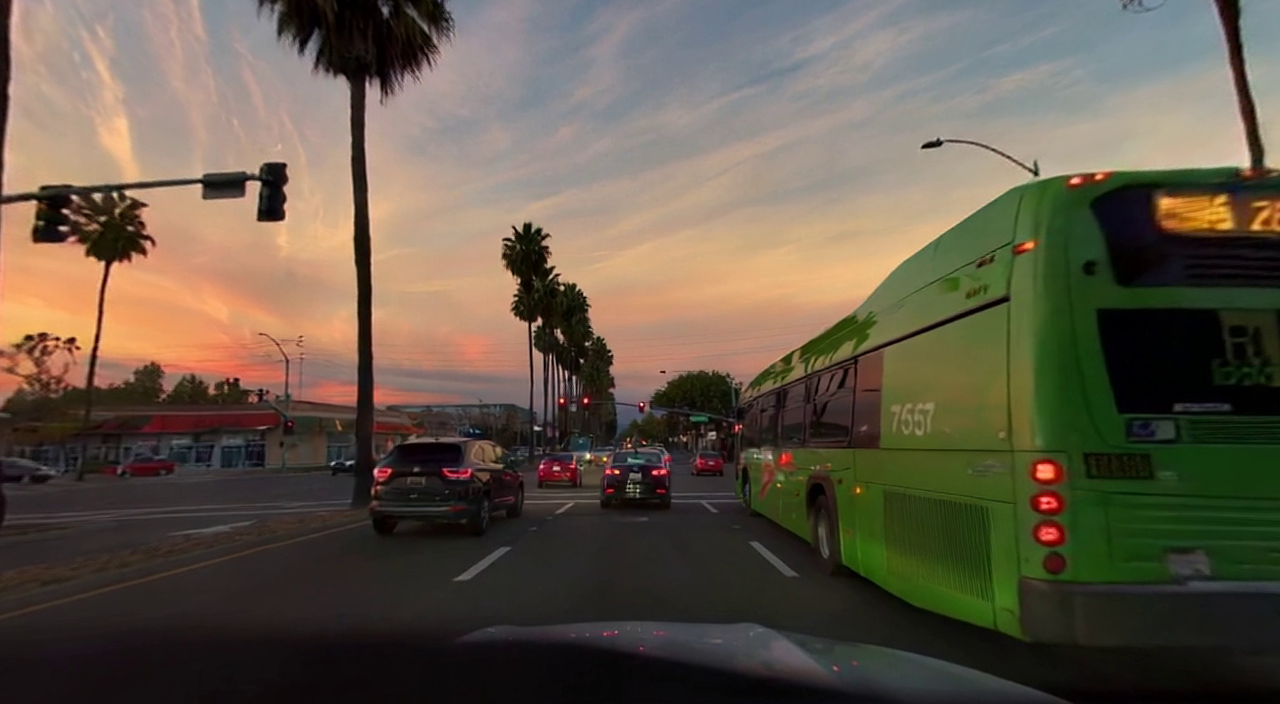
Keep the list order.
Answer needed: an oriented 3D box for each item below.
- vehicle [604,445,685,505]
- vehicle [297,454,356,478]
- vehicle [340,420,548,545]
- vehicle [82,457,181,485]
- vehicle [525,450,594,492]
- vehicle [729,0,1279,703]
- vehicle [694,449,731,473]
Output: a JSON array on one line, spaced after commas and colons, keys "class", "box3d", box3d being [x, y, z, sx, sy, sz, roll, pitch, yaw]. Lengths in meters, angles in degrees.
[{"class": "vehicle", "box3d": [0.158, 3.429, 17.989, 2.060, 1.499, 3.831, 0, -9, 1]}, {"class": "vehicle", "box3d": [-23.325, 8.446, 46.960, 4.679, 1.679, 1.899, -7, -11, 37]}, {"class": "vehicle", "box3d": [-3.263, 2.315, 11.881, 2.145, 1.824, 4.974, -1, -9, 2]}, {"class": "vehicle", "box3d": [-34.699, 8.146, 43.246, 4.872, 1.622, 2.022, -1, -9, -7]}, {"class": "vehicle", "box3d": [-2.938, 4.435, 23.902, 1.919, 1.415, 4.178, -1, -9, 2]}, {"class": "vehicle", "box3d": [3.842, 0.817, 9.721, 3.068, 4.026, 13.534, 0, -9, 0]}, {"class": "vehicle", "box3d": [4.709, 7.163, 41.603, 1.989, 1.467, 4.364, 0, -9, 1]}]
